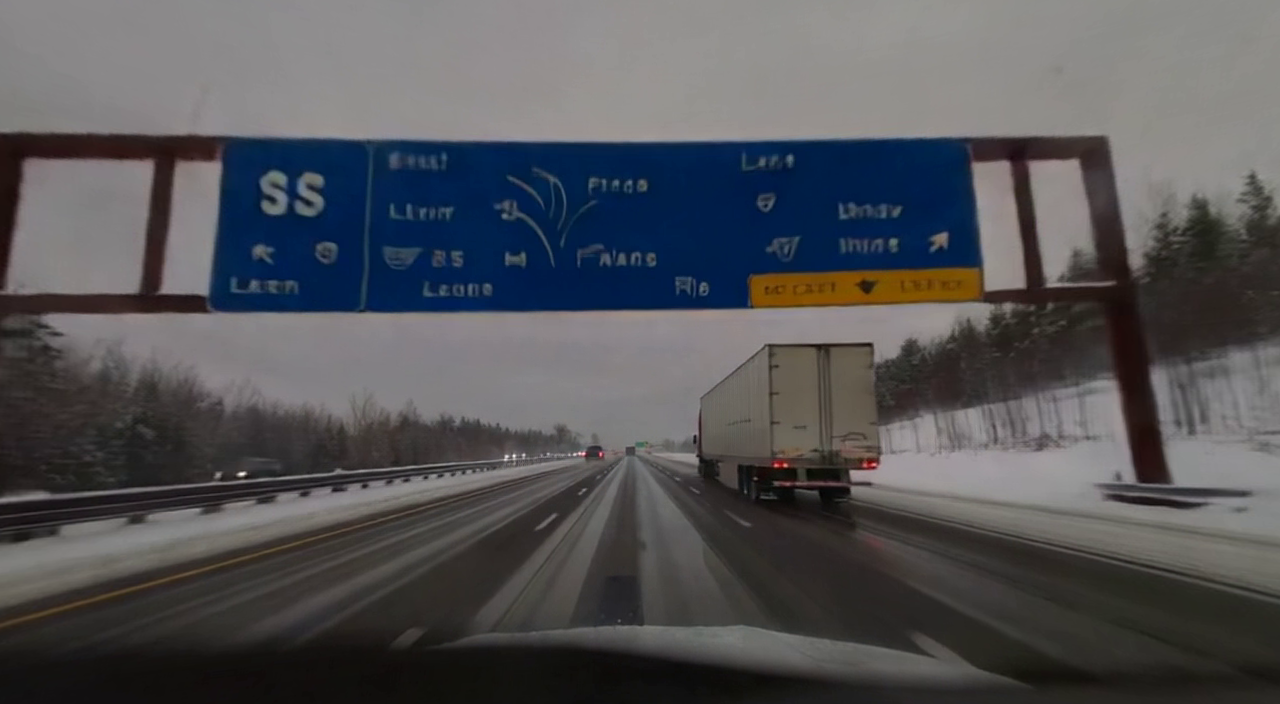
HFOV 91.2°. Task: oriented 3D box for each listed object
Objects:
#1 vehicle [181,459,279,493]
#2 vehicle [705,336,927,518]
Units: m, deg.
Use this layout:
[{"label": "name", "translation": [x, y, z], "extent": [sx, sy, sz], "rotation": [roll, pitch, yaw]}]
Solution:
[{"label": "vehicle", "translation": [-19.744, 5.972, 30.425], "extent": [1.832, 1.402, 4.349], "rotation": [0, -9, 0]}, {"label": "vehicle", "translation": [4.021, 2.365, 18.226], "extent": [2.823, 3.509, 12.118], "rotation": [0, -9, 0]}]
